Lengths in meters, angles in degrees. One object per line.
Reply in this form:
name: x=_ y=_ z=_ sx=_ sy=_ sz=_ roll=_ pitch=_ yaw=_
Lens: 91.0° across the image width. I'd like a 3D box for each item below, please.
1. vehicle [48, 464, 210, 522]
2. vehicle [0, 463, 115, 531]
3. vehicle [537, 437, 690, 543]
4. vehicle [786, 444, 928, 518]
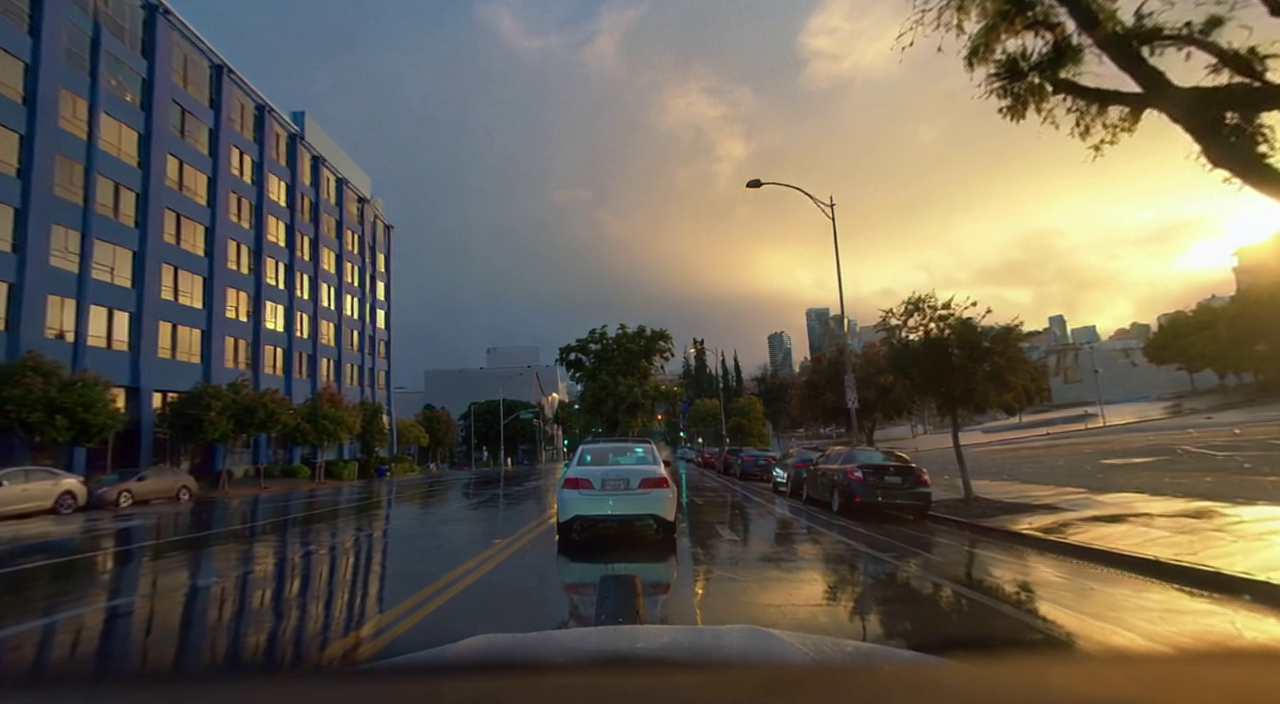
vehicle: x=-18.017 y=4.944 z=22.577 sx=2.011 sy=1.727 sz=4.449 roll=1 pitch=-9 yaw=0
vehicle: x=-17.615 y=3.994 z=17.545 sx=1.909 sy=1.658 sz=4.559 roll=0 pitch=-9 yaw=1
vehicle: x=-0.386 y=2.339 z=11.320 sx=2.230 sy=1.518 sz=4.113 roll=0 pitch=-9 yaw=0
vehicle: x=4.916 y=2.946 z=14.927 sx=1.832 sy=1.491 sz=4.054 roll=1 pitch=-9 yaw=-1
